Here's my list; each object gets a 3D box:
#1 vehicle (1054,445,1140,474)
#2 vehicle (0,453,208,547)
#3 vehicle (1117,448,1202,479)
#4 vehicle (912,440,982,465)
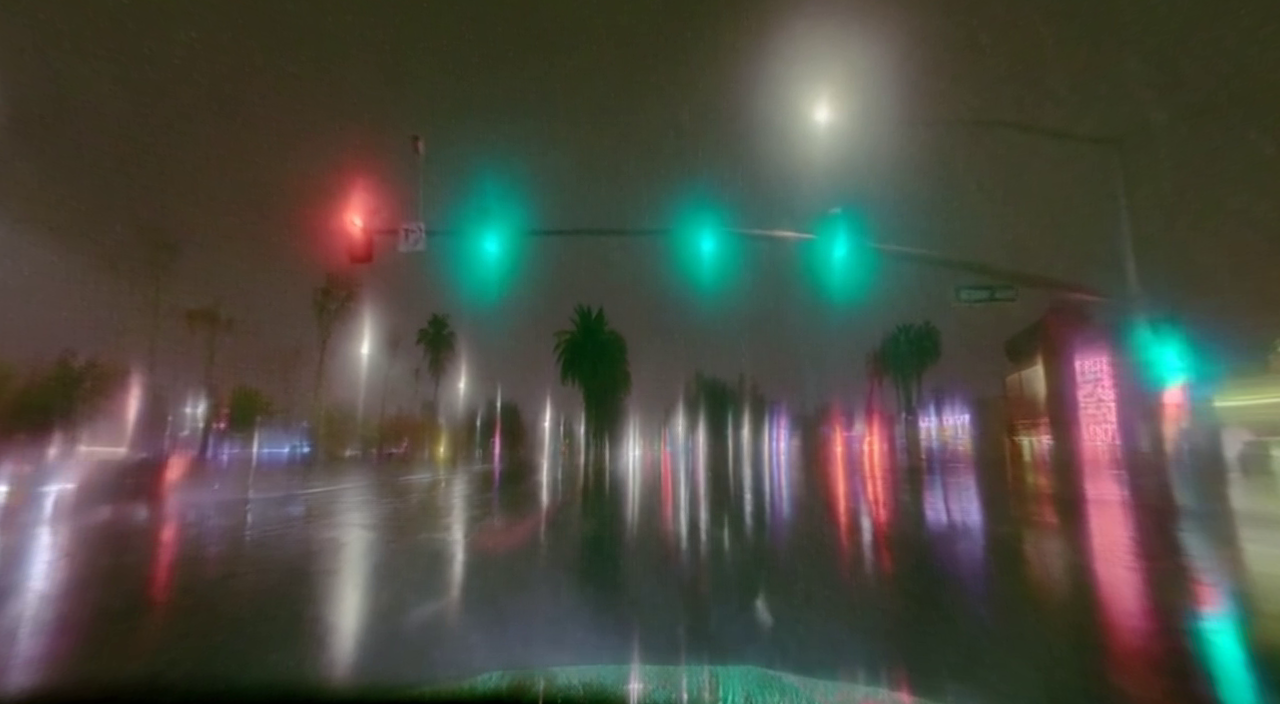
[{"bbox_3d":[22.571,5.287,31.219,3.280,1.344,1.518,1,-9,-11],"label":"vehicle"},{"bbox_3d":[-11.203,2.755,12.513,2.019,1.434,4.622,0,-8,0],"label":"vehicle"},{"bbox_3d":[23.480,5.013,28.562,3.142,1.270,1.464,2,-10,-21],"label":"vehicle"},{"bbox_3d":[20.230,6.604,41.723,3.576,1.443,1.822,-2,-8,-2],"label":"vehicle"}]
